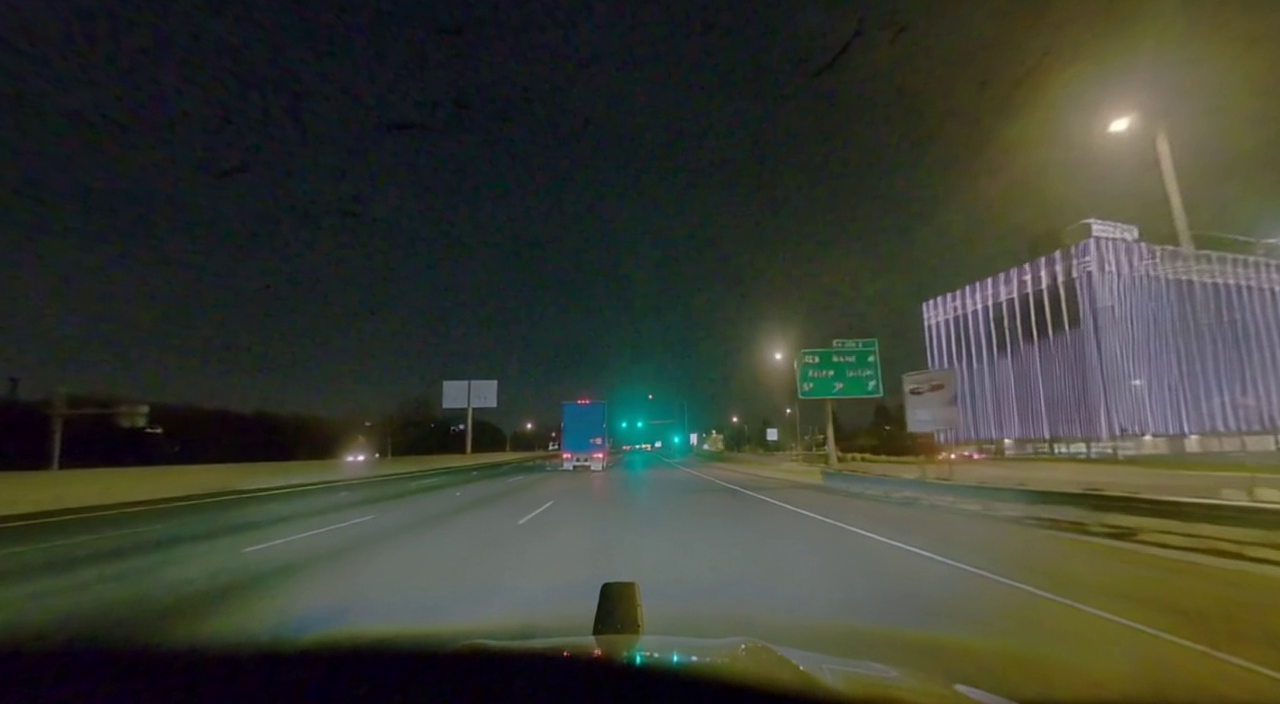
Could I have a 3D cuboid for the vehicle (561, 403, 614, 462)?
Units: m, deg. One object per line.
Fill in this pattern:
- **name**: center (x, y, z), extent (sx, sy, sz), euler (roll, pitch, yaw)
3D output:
- **vehicle**: center (-3.726, 6.184, 47.385), extent (3.059, 3.867, 10.343), euler (0, -9, 0)
